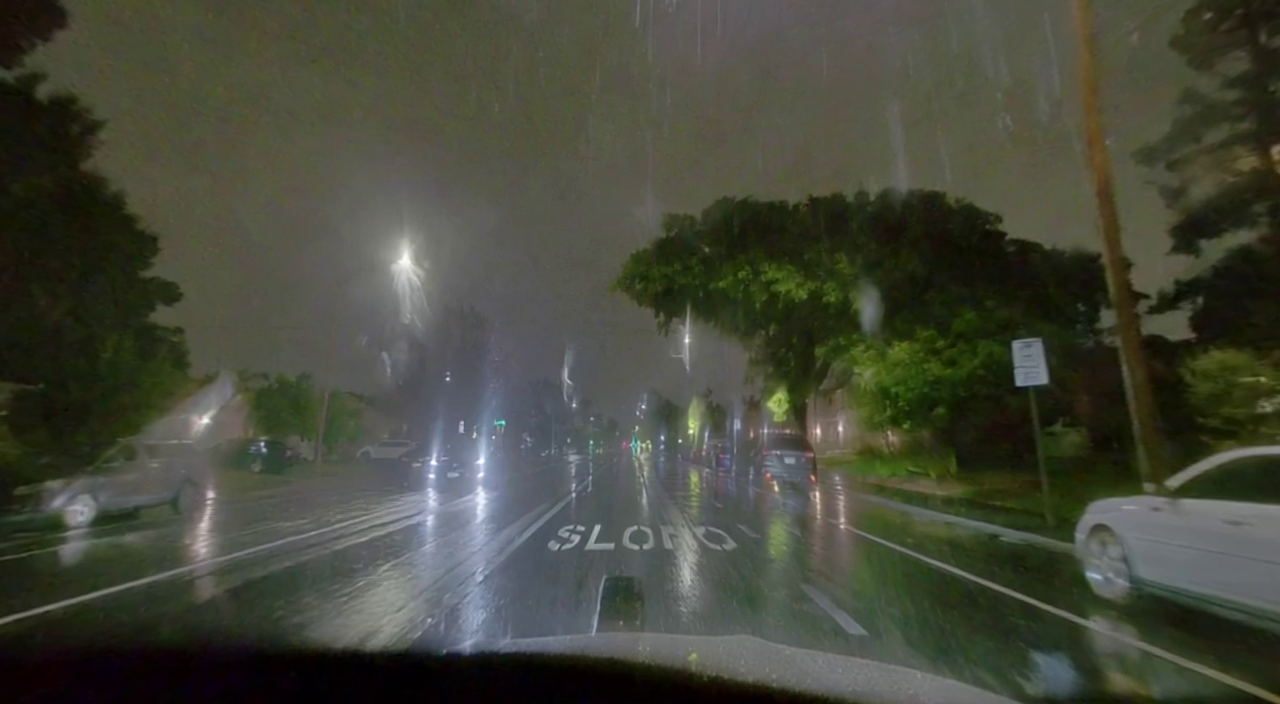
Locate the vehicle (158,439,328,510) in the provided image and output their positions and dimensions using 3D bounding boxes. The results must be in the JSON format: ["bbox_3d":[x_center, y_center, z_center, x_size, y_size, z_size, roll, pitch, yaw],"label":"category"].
[{"bbox_3d":[-11.157,3.438,18.274,1.917,1.763,4.557,0,-8,0],"label":"vehicle"}]

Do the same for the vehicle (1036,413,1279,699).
[{"bbox_3d":[4.842,1.172,3.577,2.251,1.639,4.353,1,-8,-2],"label":"vehicle"}]

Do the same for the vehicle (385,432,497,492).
[{"bbox_3d":[-6.307,3.535,20.662,2.166,1.734,4.551,0,-8,0],"label":"vehicle"}]

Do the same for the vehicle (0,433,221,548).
[{"bbox_3d":[-11.199,2.634,12.833,2.065,1.869,4.806,0,-8,-1],"label":"vehicle"}]

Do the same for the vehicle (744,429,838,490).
[{"bbox_3d":[5.029,3.632,21.682,2.087,1.869,4.159,0,-8,-1],"label":"vehicle"}]
